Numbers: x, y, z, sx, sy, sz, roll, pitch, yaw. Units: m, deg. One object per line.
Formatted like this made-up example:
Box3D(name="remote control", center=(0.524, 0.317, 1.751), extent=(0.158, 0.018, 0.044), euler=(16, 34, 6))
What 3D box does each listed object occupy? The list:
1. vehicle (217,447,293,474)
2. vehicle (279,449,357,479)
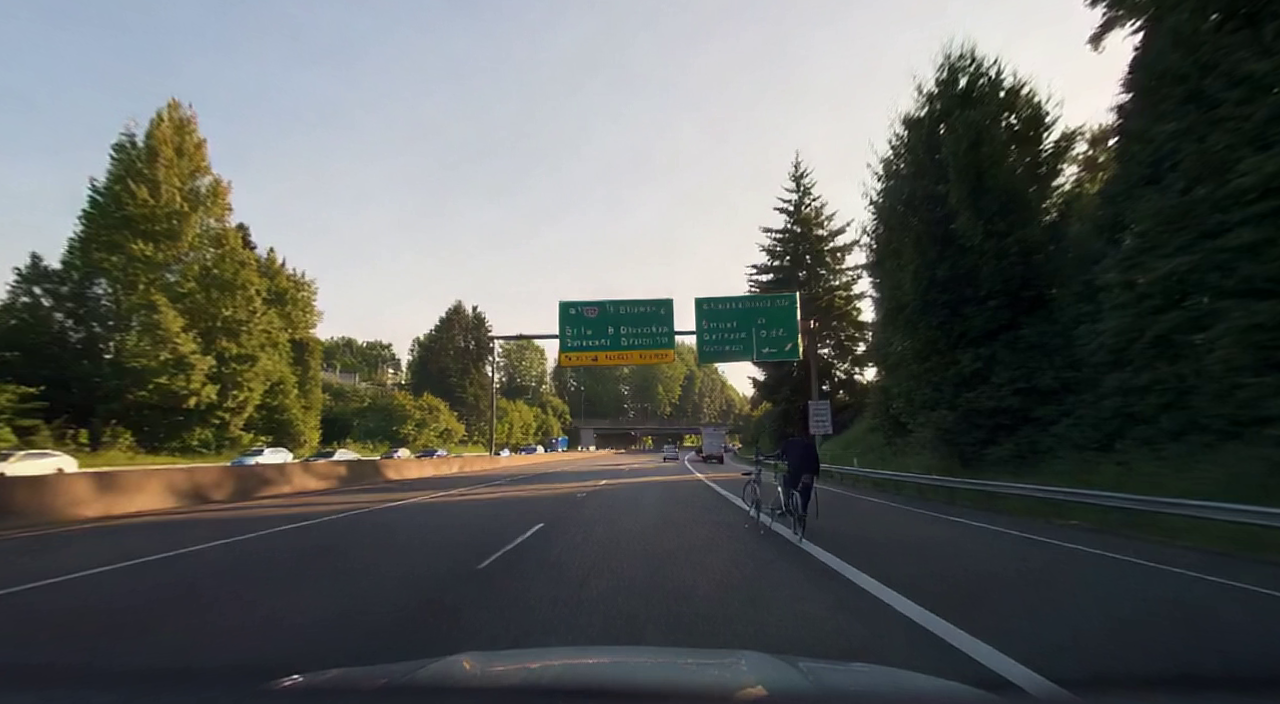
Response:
Box3D(name="vehicle", center=(-24.862, 7.016, 40.866), extent=(1.961, 1.643, 4.415), euler=(0, -9, 3))
Box3D(name="vehicle", center=(-17.621, 6.128, 34.713), extent=(1.844, 1.549, 4.254), euler=(0, -9, 3))
